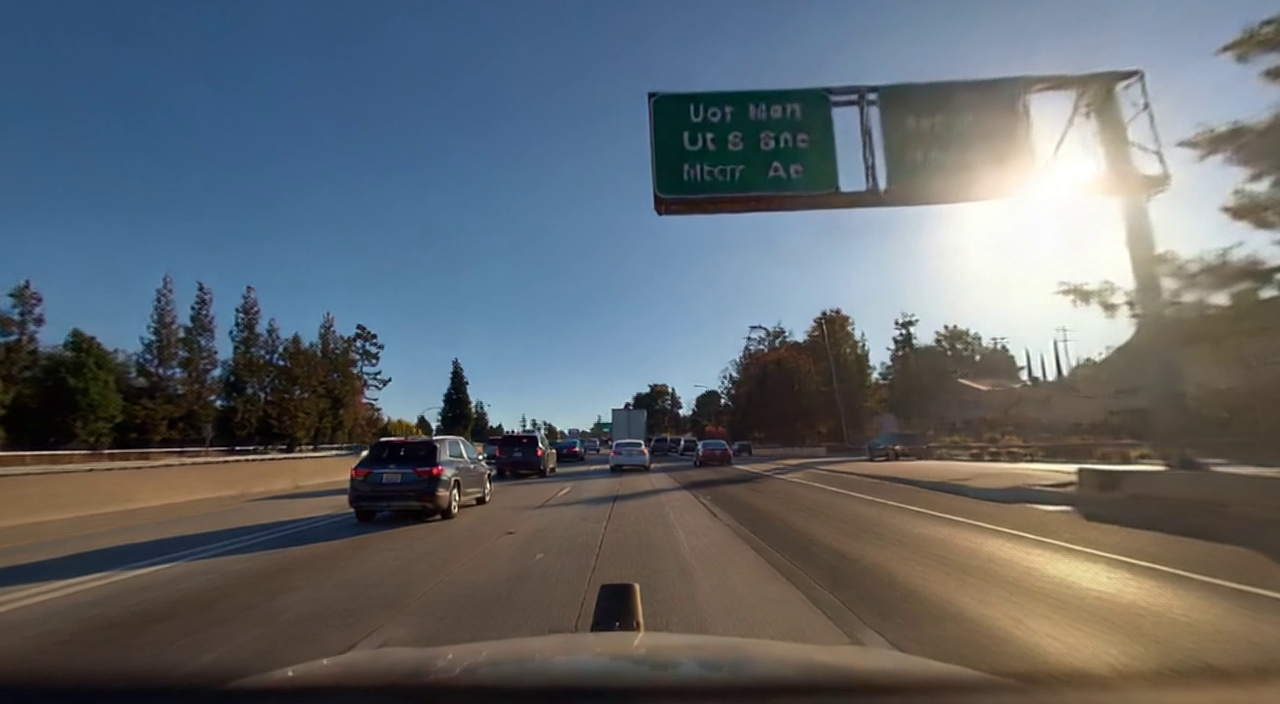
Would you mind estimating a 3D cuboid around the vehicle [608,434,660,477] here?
[{"bbox_3d":[-0.271,4.459,27.480,2.063,1.703,4.203,0,-9,-1],"label":"vehicle"}]

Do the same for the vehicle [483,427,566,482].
[{"bbox_3d":[-4.468,4.081,25.405,2.301,1.944,5.482,0,-9,0],"label":"vehicle"}]

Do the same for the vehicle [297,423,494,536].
[{"bbox_3d":[-4.138,2.223,11.547,1.988,1.668,4.021,0,-9,0],"label":"vehicle"}]

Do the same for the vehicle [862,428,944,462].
[{"bbox_3d":[13.544,4.835,32.770,2.048,1.674,4.106,1,-9,-8],"label":"vehicle"}]

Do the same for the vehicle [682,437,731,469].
[{"bbox_3d":[3.437,5.341,33.479,2.027,1.554,4.252,0,-9,-1],"label":"vehicle"}]
